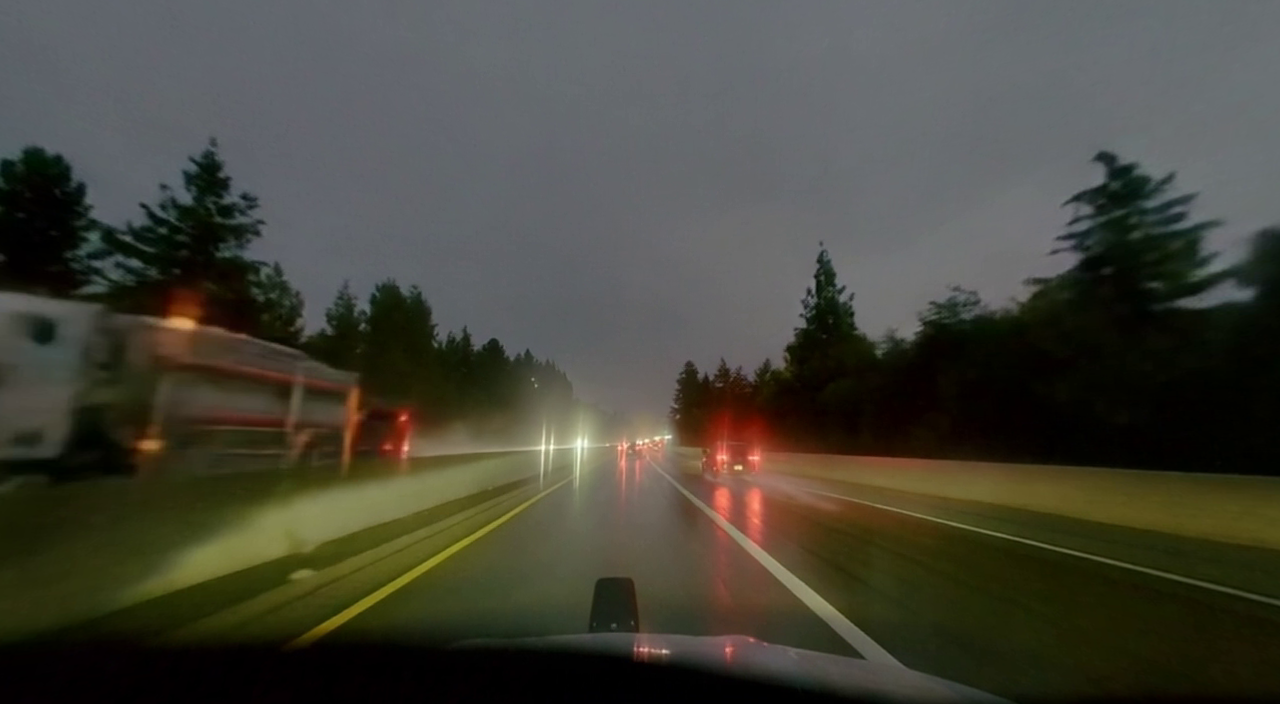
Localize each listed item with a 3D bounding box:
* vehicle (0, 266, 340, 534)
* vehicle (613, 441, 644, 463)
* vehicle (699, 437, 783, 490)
[{"bbox_3d":[-11.081,1.389,13.988,2.876,3.973,12.525,0,-8,-1],"label":"vehicle"},{"bbox_3d":[-0.875,7.393,46.689,2.178,1.559,4.254,0,-8,-1],"label":"vehicle"},{"bbox_3d":[3.171,3.586,20.594,2.146,1.546,3.796,-1,-8,1],"label":"vehicle"}]
